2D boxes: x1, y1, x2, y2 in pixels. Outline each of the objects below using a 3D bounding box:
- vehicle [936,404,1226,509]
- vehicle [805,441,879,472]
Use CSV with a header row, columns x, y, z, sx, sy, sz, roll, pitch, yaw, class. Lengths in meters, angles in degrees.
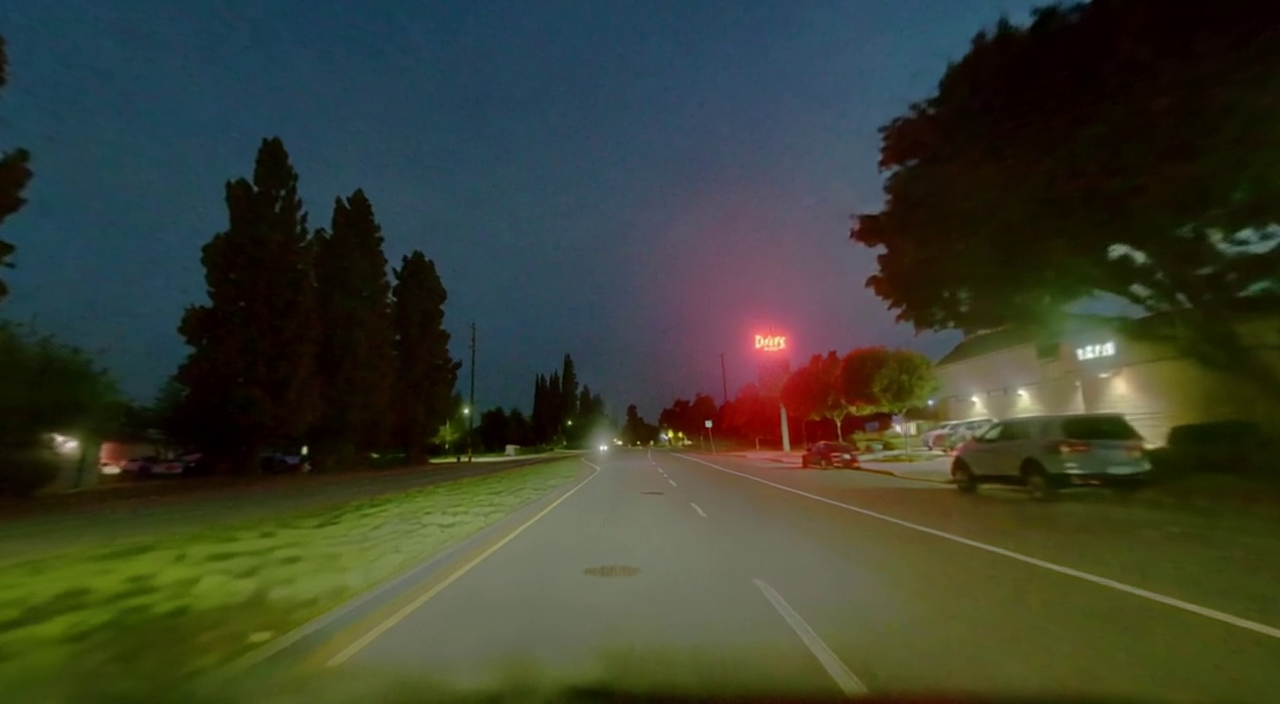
x,y,z,sx,sy,sz,roll,pitch,yaw,class
10.239,2.523,15.655,2.610,2.072,5.985,0,-8,-3,vehicle
10.138,5.262,32.125,2.034,1.437,4.728,0,-8,-2,vehicle
